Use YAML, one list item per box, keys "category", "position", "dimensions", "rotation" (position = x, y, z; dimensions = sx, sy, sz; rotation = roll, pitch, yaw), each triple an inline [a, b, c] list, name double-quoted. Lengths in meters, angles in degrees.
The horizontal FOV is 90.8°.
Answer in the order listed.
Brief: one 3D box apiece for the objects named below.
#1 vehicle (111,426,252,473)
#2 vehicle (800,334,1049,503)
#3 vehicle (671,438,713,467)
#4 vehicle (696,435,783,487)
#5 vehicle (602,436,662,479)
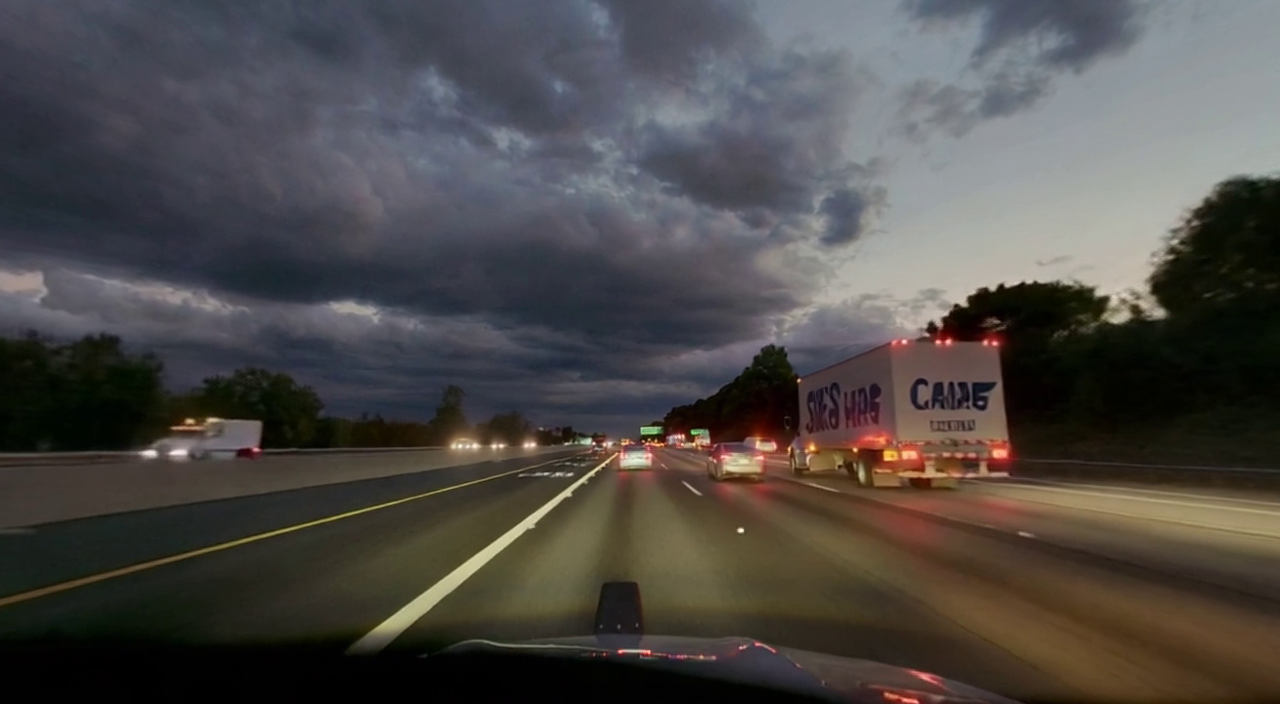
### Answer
- category: "vehicle"
  position: [-21.634, 4.669, 30.277]
  dimensions: [2.313, 2.001, 5.954]
  rotation: [0, -8, -1]
- category: "vehicle"
  position: [7.261, 2.055, 18.068]
  dimensions: [2.799, 3.655, 8.627]
  rotation: [0, -9, -2]
- category: "vehicle"
  position: [2.845, 5.578, 35.205]
  dimensions: [1.856, 1.517, 4.198]
  rotation: [0, -9, -2]
- category: "vehicle"
  position: [3.152, 3.576, 21.081]
  dimensions: [1.993, 1.504, 4.781]
  rotation: [0, -9, -2]
- category: "vehicle"
  position: [-0.315, 4.010, 24.274]
  dimensions: [2.098, 1.475, 3.997]
  rotation: [0, -9, -1]
